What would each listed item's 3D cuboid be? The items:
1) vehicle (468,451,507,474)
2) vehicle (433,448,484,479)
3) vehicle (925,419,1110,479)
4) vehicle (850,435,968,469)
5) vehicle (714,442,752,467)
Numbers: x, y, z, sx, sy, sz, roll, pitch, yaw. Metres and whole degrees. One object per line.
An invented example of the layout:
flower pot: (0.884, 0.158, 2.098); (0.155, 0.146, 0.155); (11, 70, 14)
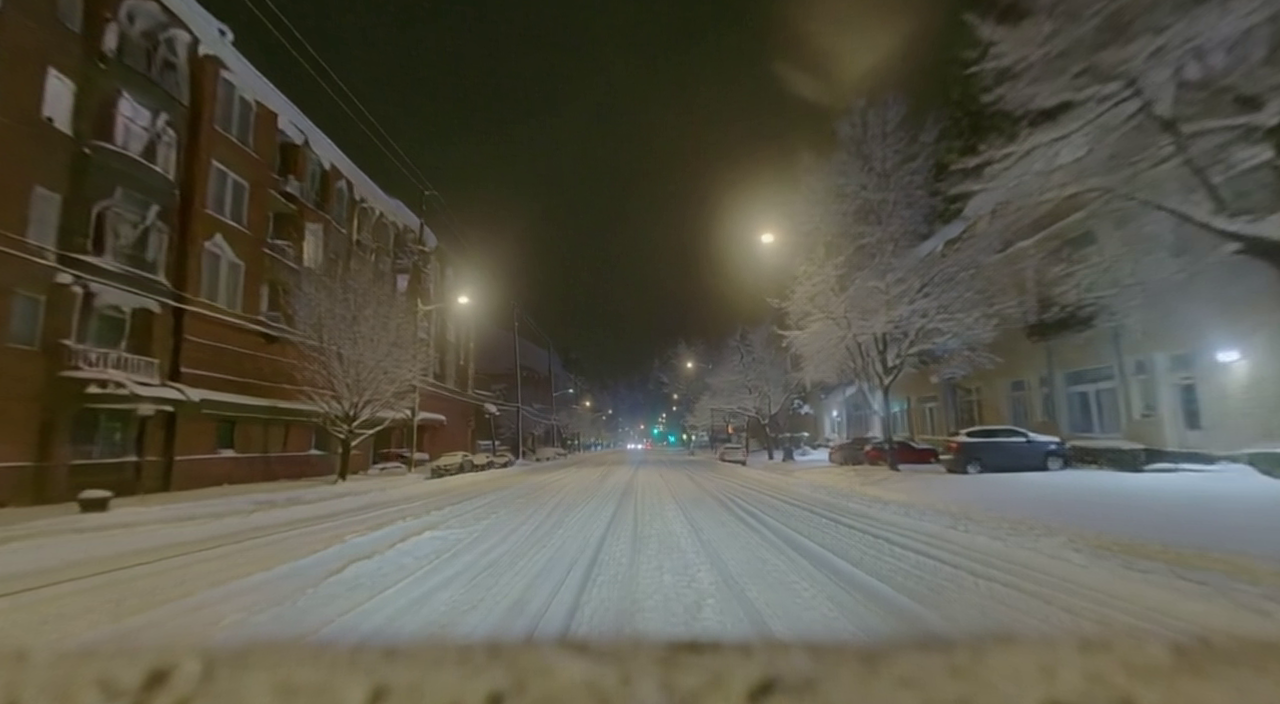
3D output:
vehicle: (-11.618, 8.446, 48.075); (1.876, 1.502, 4.506); (-3, -9, -1)
vehicle: (-11.756, 7.251, 40.996); (1.979, 1.759, 4.435); (-4, -8, 1)
vehicle: (13.080, 3.409, 22.085); (5.015, 1.934, 2.150); (-1, -9, 3)
vehicle: (13.097, 4.917, 30.844); (4.833, 1.554, 2.085); (-1, -8, 2)
vehicle: (6.887, 7.637, 47.084); (2.078, 1.766, 5.474); (0, -8, 1)
